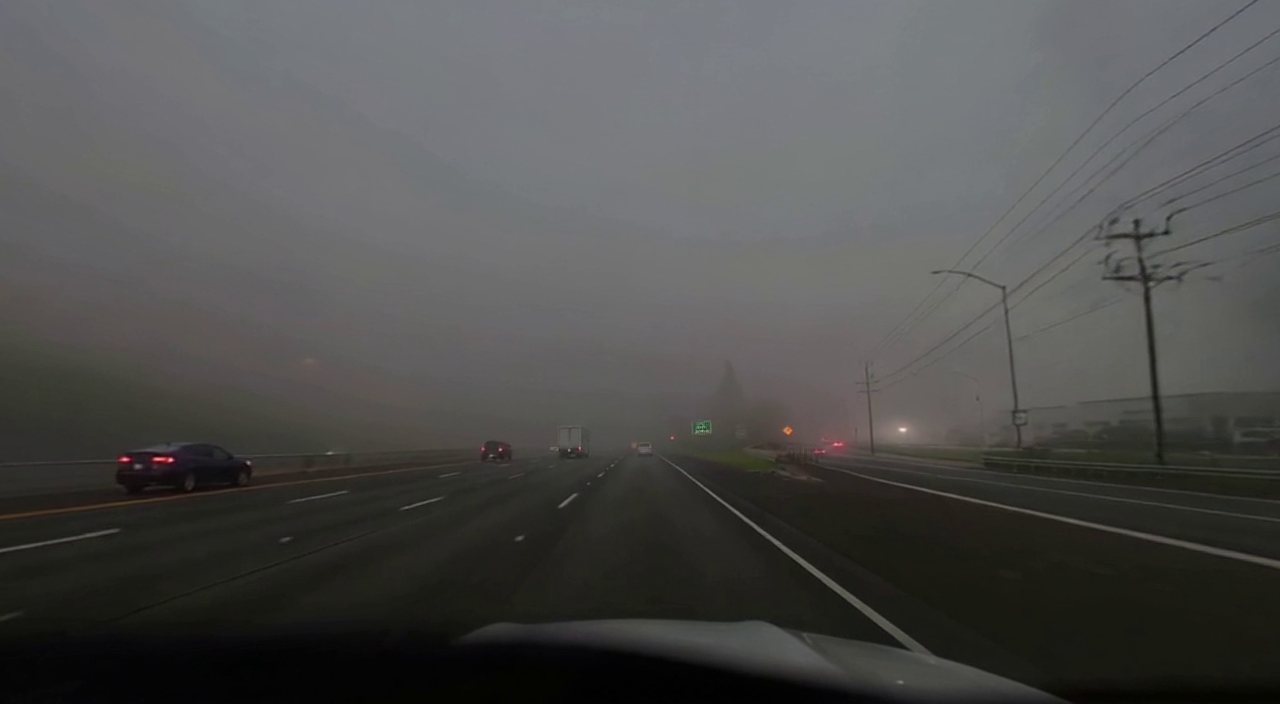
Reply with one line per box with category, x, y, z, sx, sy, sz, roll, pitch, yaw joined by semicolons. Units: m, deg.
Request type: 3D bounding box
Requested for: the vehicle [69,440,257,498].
vehicle;-13.670;3.344;18.509;1.988;1.477;4.442;0;-8;1
